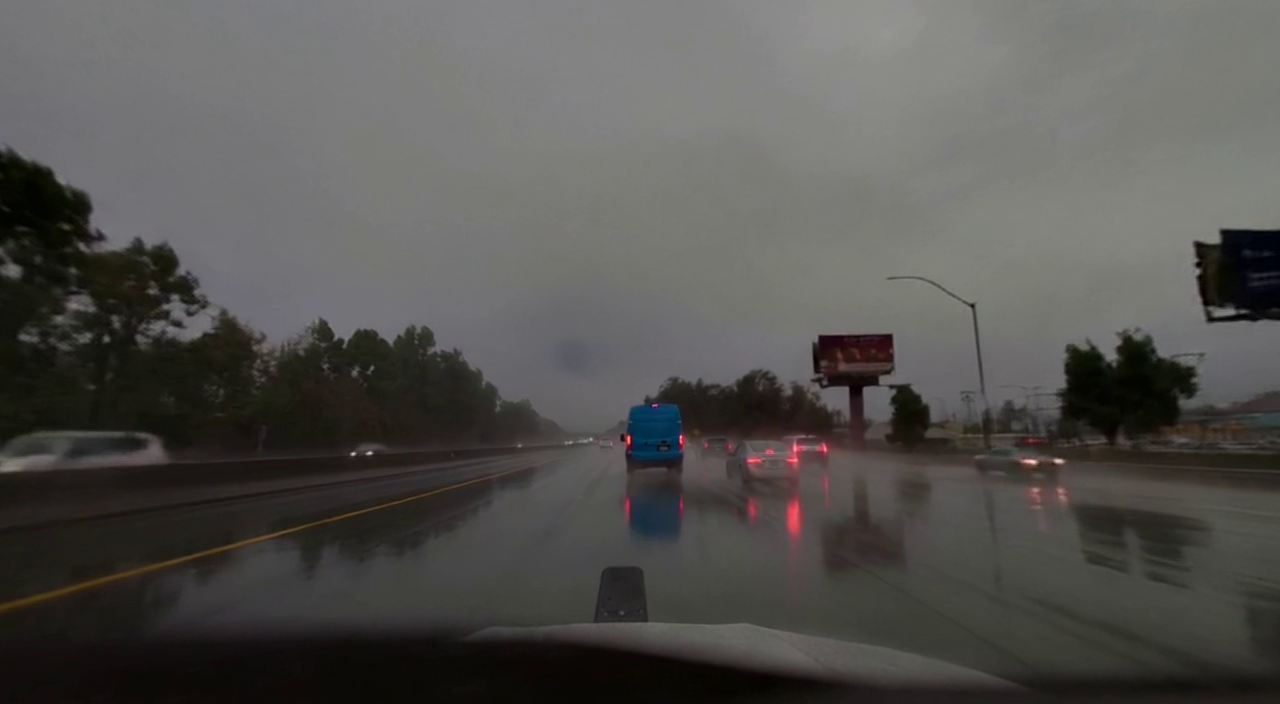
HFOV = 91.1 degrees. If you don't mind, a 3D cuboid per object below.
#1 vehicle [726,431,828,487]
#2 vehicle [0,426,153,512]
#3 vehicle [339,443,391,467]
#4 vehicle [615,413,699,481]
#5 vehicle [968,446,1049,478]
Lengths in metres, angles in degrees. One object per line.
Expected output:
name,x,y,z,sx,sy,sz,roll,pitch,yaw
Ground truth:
vehicle,3.976,3.176,18.941,2.099,1.510,3.784,0,-8,-2
vehicle,-13.098,2.389,13.068,2.055,1.604,4.852,0,-8,-1
vehicle,-20.626,7.704,47.264,1.971,1.673,4.180,-1,-8,0
vehicle,0.416,3.361,22.257,2.546,2.087,5.404,0,-8,-3
vehicle,17.579,5.249,30.163,1.670,1.402,3.595,0,-8,-1
